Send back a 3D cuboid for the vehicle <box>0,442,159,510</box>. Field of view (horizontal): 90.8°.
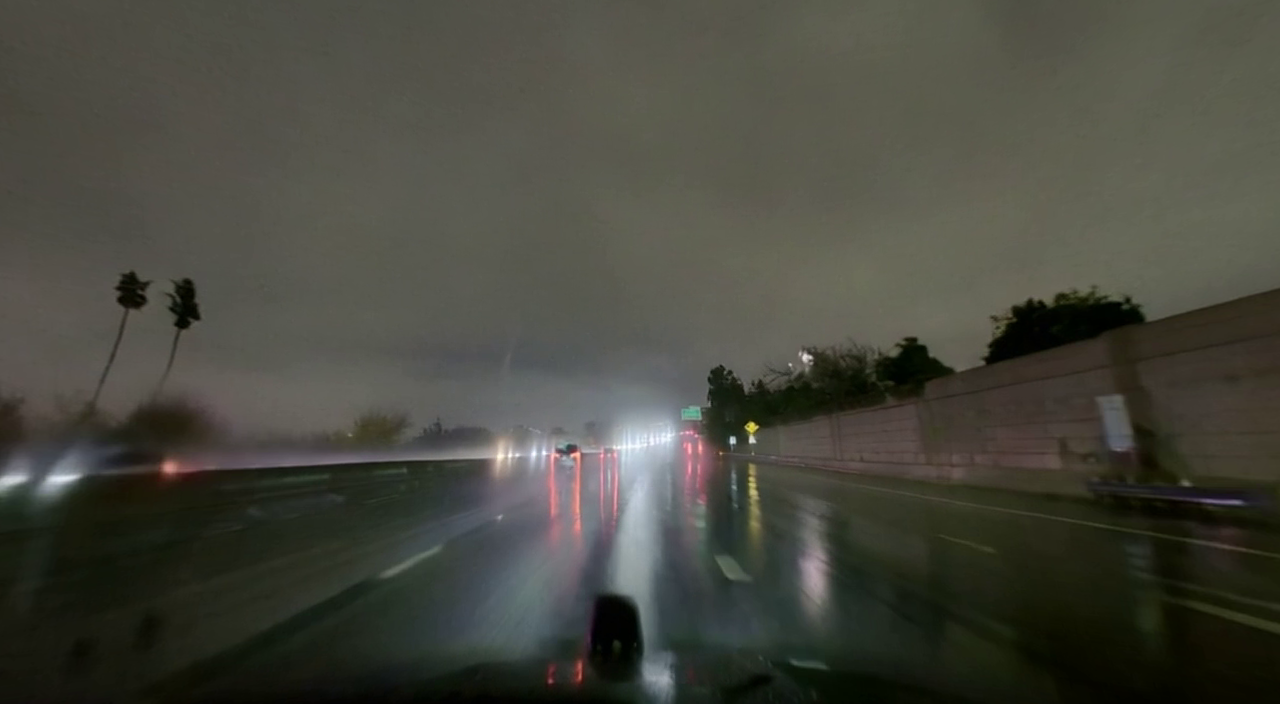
[{"bbox_3d":[-14.884,3.053,16.021,2.078,1.483,4.120,0,-9,1],"label":"vehicle"}]

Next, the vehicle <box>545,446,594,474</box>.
[{"bbox_3d":[-3.864,5.993,35.430,2.078,1.457,4.648,0,-9,2],"label":"vehicle"}]
